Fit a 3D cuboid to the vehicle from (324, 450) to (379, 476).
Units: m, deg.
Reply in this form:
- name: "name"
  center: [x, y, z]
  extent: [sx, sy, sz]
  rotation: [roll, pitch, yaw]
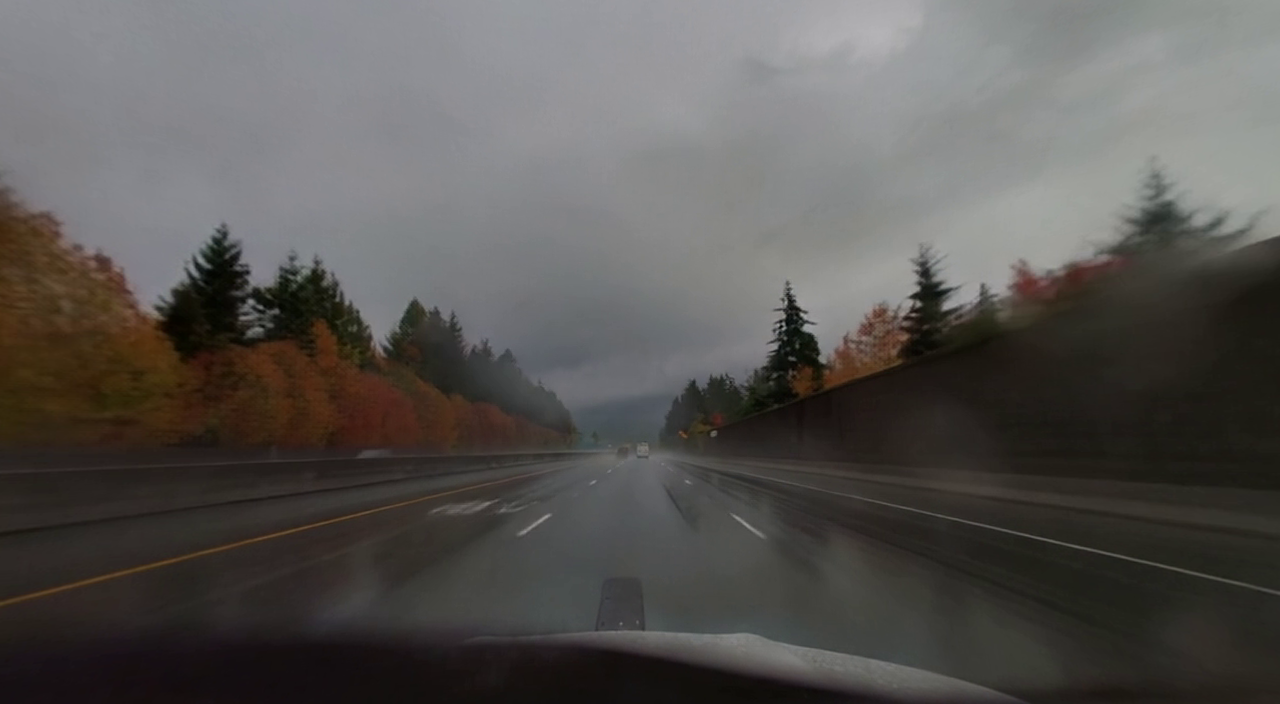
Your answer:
- name: "vehicle"
  center: [-17.668, 6.774, 38.691]
  extent: [1.611, 1.456, 3.621]
  rotation: [0, -9, 1]
